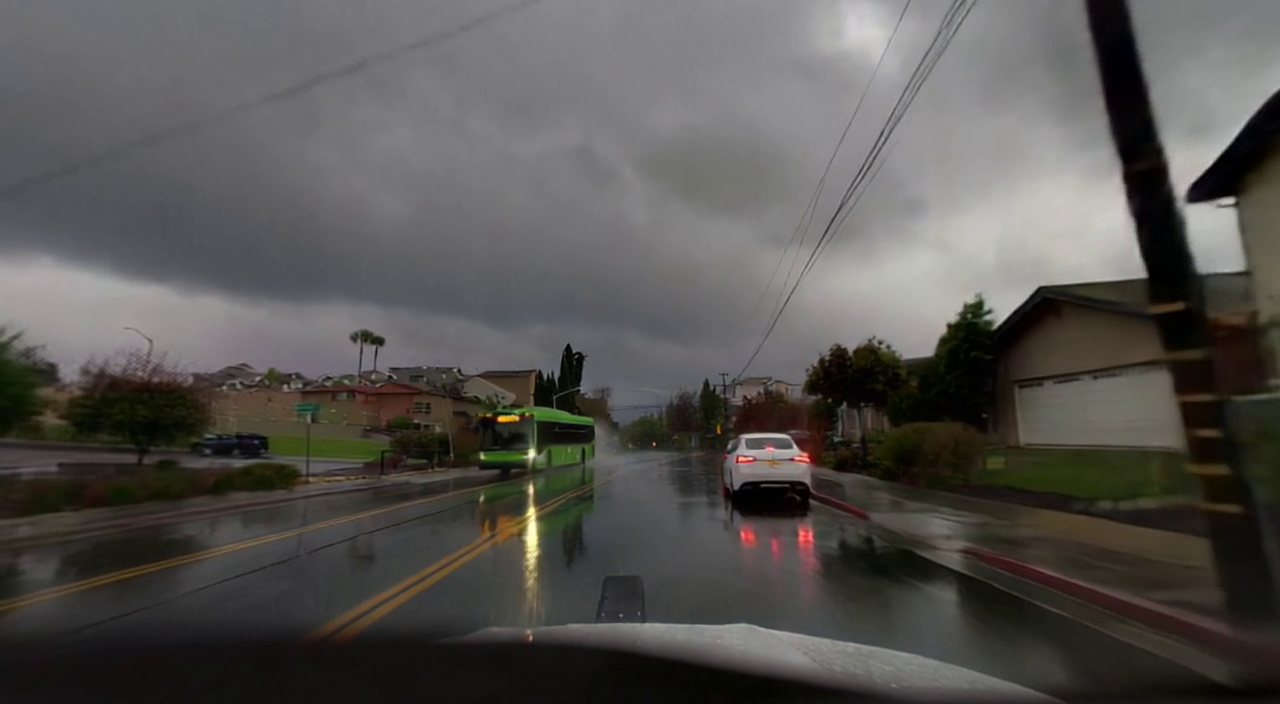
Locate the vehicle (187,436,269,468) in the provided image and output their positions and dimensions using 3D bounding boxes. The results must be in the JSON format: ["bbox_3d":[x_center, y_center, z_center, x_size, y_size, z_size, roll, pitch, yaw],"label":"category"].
[{"bbox_3d":[-24.422,5.973,37.696,2.006,1.766,4.685,1,-9,-5],"label":"vehicle"}]

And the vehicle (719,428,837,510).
[{"bbox_3d":[2.972,2.623,14.548,1.984,1.601,3.994,-1,-9,3],"label":"vehicle"}]

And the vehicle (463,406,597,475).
[{"bbox_3d":[-5.594,5.104,35.890,3.577,3.168,13.108,-1,-9,8],"label":"vehicle"}]
